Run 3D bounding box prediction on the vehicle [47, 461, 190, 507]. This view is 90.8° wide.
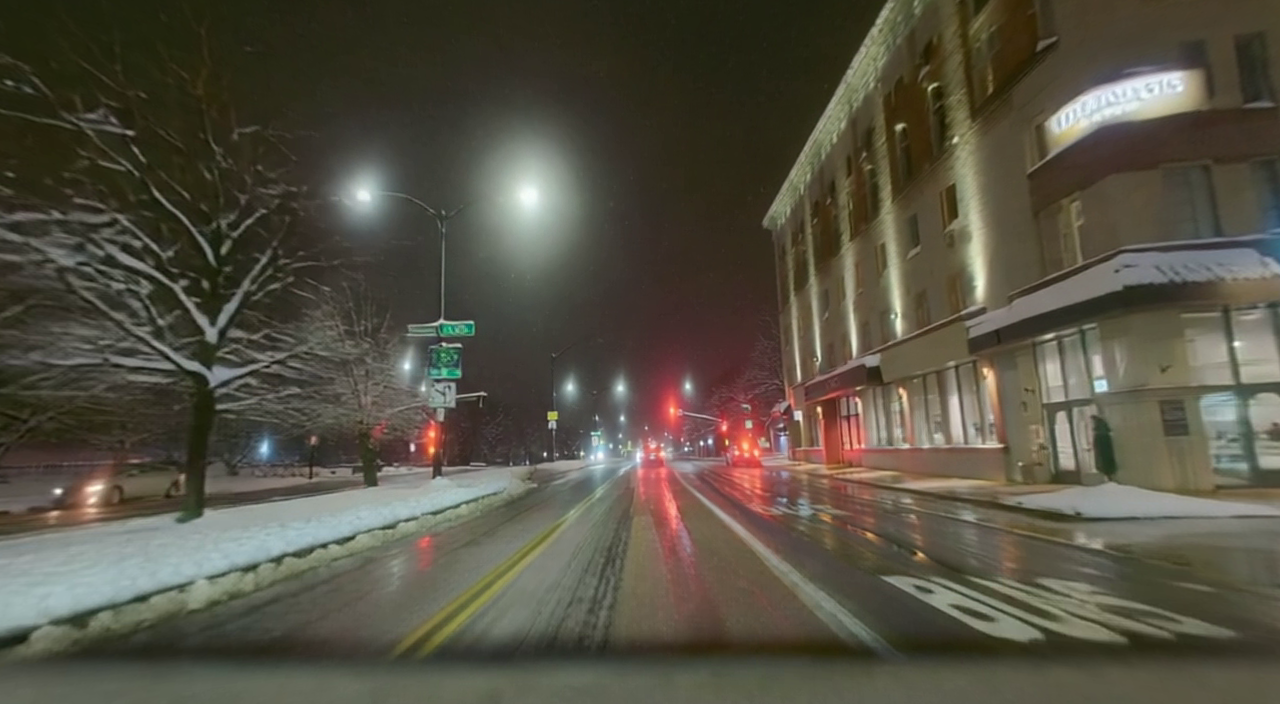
[{"bbox_3d":[-20.410,5.143,25.015,1.840,1.440,4.442,-3,-9,1],"label":"vehicle"}]

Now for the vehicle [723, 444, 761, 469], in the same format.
[{"bbox_3d":[7.855,8.047,49.003,1.987,1.772,4.749,0,-8,-2],"label":"vehicle"}]

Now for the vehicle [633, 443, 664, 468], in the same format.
[{"bbox_3d":[0.672,7.826,48.049,2.223,1.775,4.250,-1,-8,1],"label":"vehicle"}]
